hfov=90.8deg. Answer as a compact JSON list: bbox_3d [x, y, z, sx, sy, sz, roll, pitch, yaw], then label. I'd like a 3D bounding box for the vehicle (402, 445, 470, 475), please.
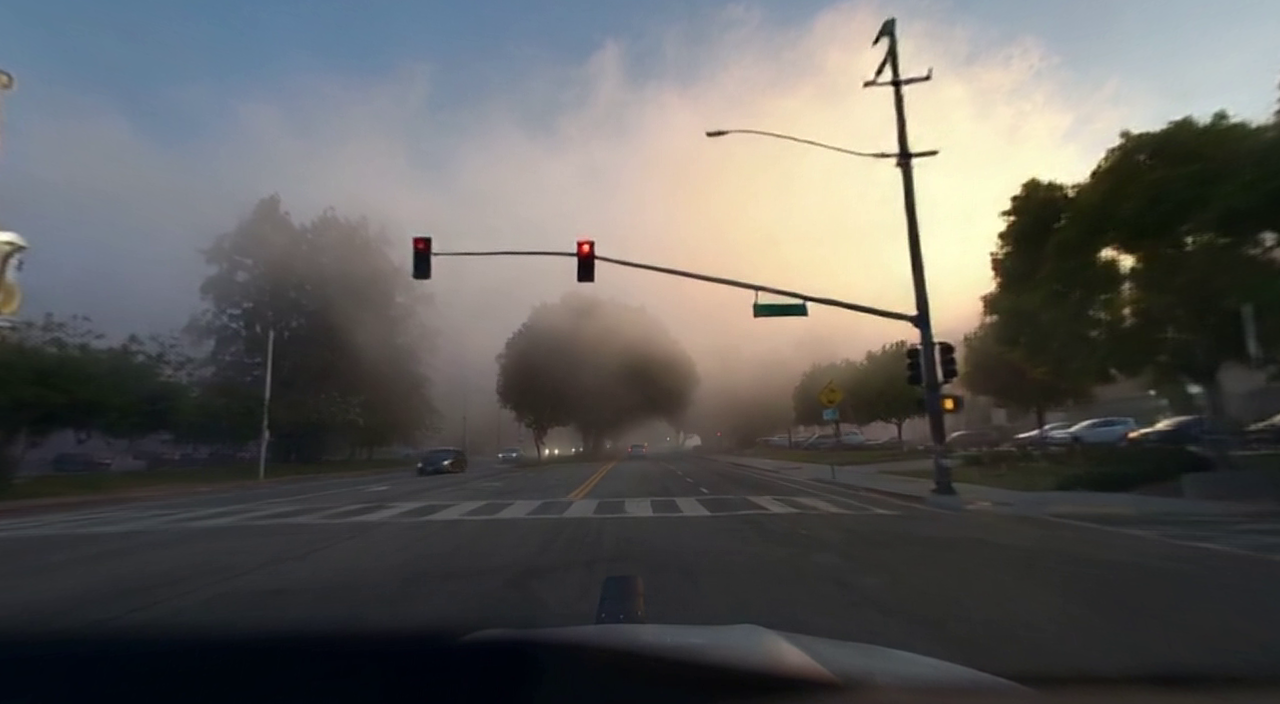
[{"bbox_3d":[-10.854,5.766,34.013,1.914,1.499,4.785,0,-9,2],"label":"vehicle"}]
